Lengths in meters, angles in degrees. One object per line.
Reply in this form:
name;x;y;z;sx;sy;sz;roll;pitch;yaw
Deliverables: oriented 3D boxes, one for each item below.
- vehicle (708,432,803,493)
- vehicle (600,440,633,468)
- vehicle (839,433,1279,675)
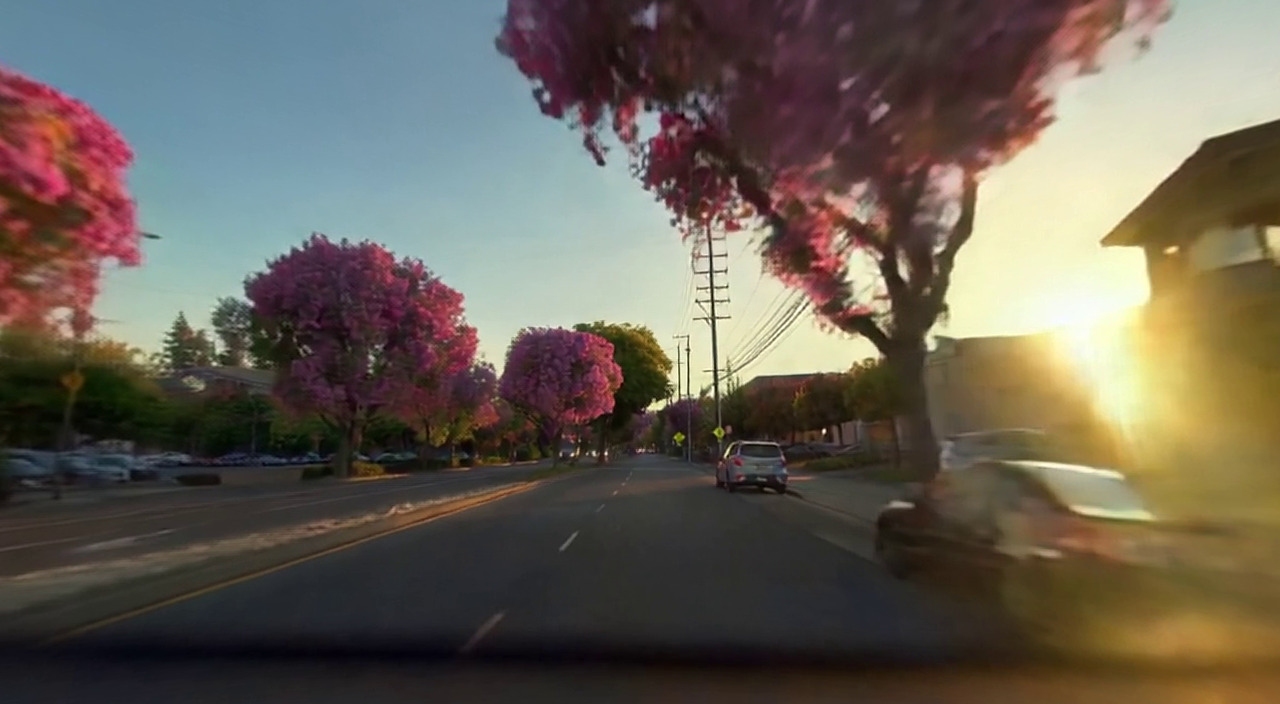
vehicle;3.950;3.912;22.729;2.280;1.904;5.779;0;-9;-1
vehicle;-1.686;7.621;47.106;2.202;1.961;4.980;0;-9;0
vehicle;3.699;1.585;6.166;2.042;1.465;4.455;0;-9;0
